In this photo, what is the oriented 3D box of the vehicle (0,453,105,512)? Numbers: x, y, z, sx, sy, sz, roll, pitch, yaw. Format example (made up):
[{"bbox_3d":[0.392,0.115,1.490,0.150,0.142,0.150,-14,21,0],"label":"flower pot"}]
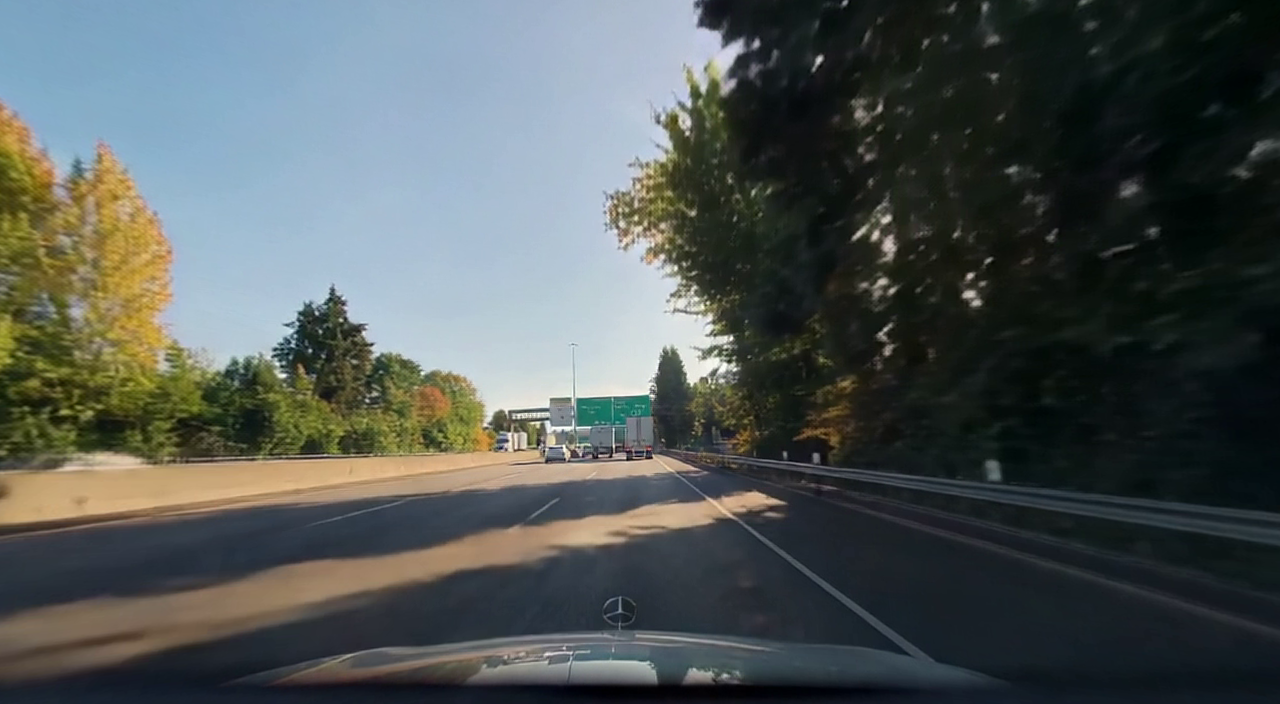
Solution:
[{"bbox_3d":[-18.934,3.823,18.516,1.976,1.575,5.075,0,-8,0],"label":"vehicle"}]

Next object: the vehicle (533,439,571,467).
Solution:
[{"bbox_3d":[-6.156,7.053,44.418,2.127,1.839,4.984,0,-8,-2],"label":"vehicle"}]
